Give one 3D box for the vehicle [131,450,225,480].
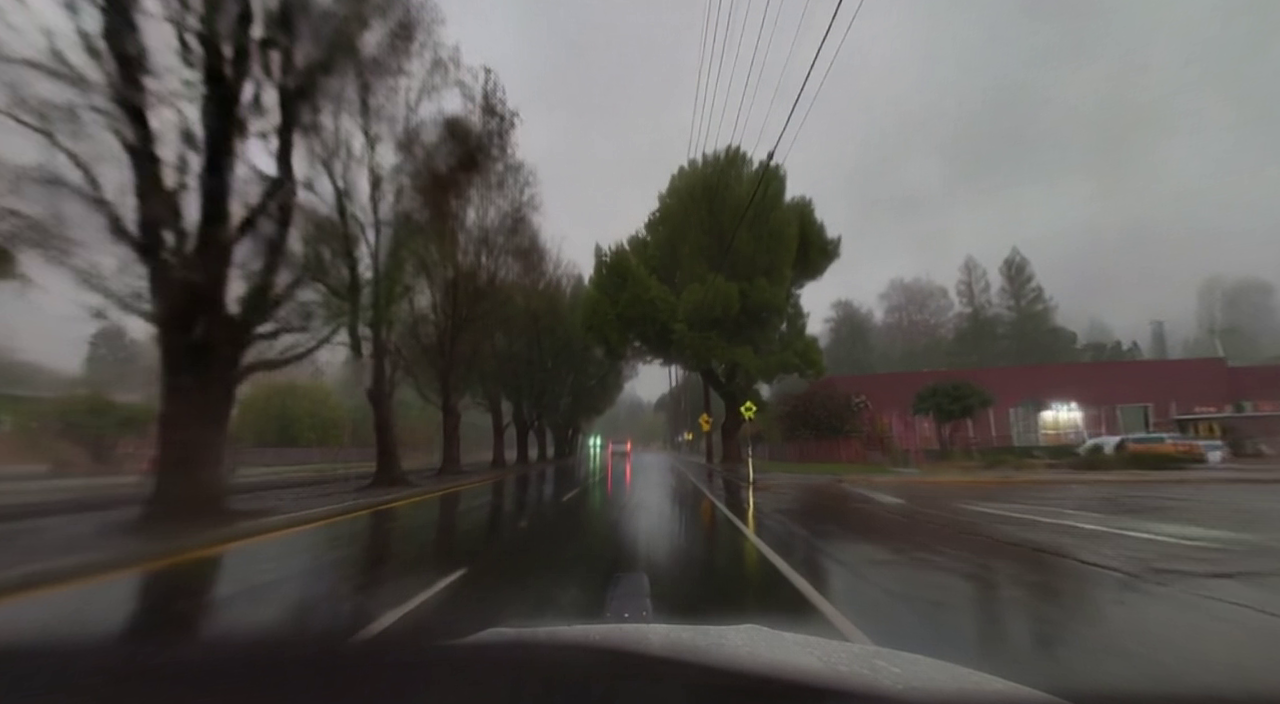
[{"bbox_3d":[-25.188,6.153,34.545,1.805,1.461,4.321,0,-8,1],"label":"vehicle"}]
